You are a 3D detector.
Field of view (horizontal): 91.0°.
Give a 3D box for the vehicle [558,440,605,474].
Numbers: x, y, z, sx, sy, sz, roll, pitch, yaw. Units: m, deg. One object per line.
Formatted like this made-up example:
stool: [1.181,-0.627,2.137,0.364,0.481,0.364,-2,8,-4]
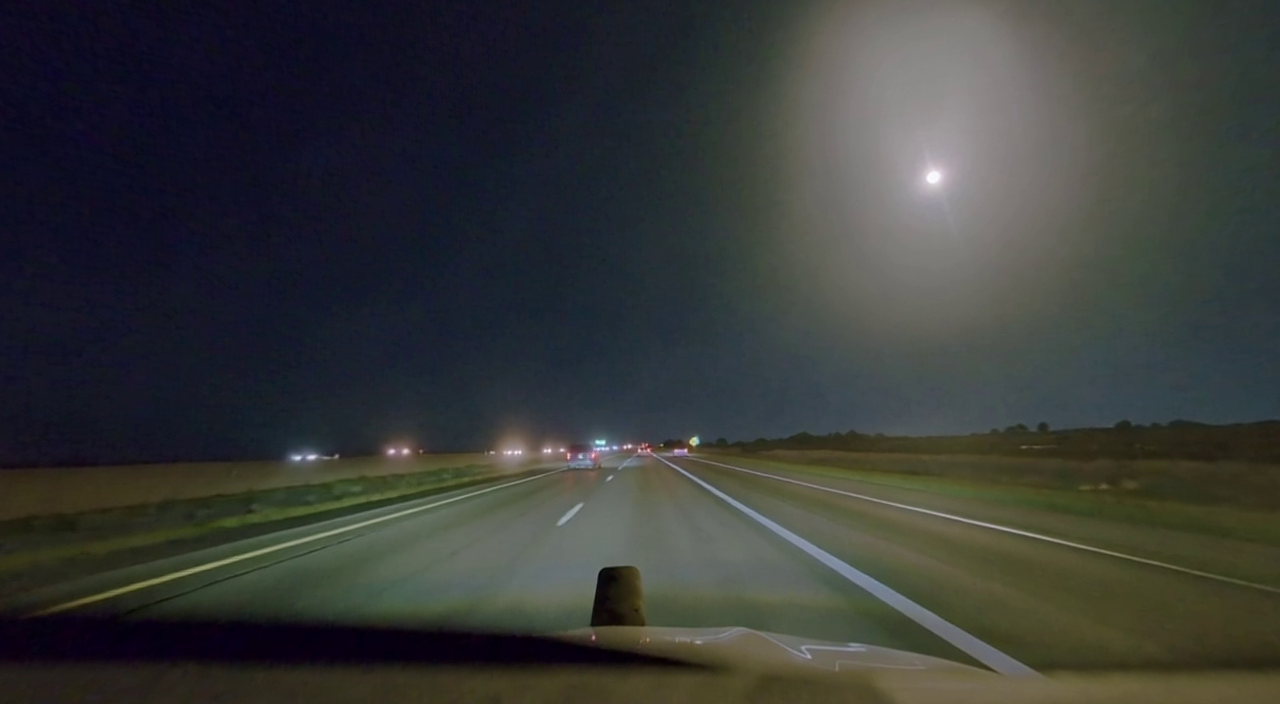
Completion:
vehicle: [-3.056,5.625,33.894,2.070,1.707,4.309,0,-9,1]
